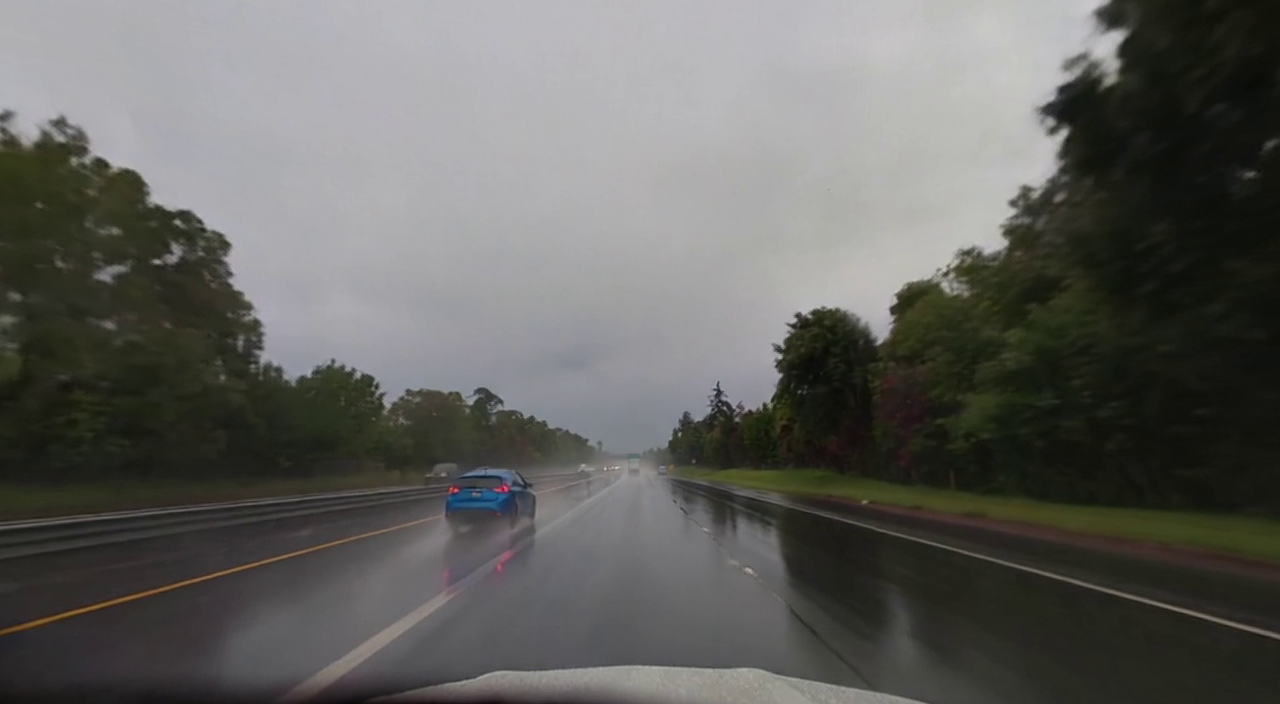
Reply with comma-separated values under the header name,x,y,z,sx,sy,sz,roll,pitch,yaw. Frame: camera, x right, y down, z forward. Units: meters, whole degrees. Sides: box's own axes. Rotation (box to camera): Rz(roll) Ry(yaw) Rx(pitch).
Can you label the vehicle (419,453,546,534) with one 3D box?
name,x,y,z,sx,sy,sz,roll,pitch,yaw
vehicle,-3.425,3.171,14.512,1.797,1.532,4.072,1,-10,1
